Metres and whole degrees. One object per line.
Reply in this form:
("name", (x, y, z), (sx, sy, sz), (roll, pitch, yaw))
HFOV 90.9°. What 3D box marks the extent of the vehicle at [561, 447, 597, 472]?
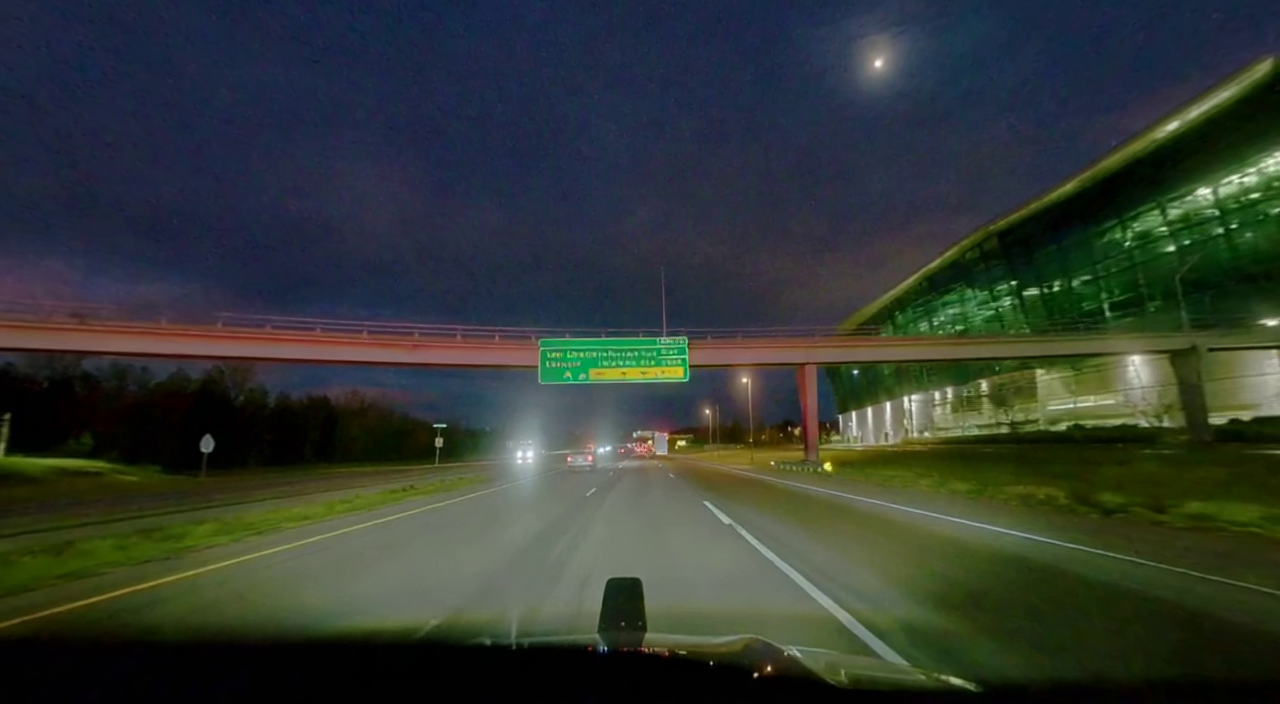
("vehicle", (-3.978, 7.132, 41.927), (2.042, 1.506, 4.211), (0, -9, -1))
